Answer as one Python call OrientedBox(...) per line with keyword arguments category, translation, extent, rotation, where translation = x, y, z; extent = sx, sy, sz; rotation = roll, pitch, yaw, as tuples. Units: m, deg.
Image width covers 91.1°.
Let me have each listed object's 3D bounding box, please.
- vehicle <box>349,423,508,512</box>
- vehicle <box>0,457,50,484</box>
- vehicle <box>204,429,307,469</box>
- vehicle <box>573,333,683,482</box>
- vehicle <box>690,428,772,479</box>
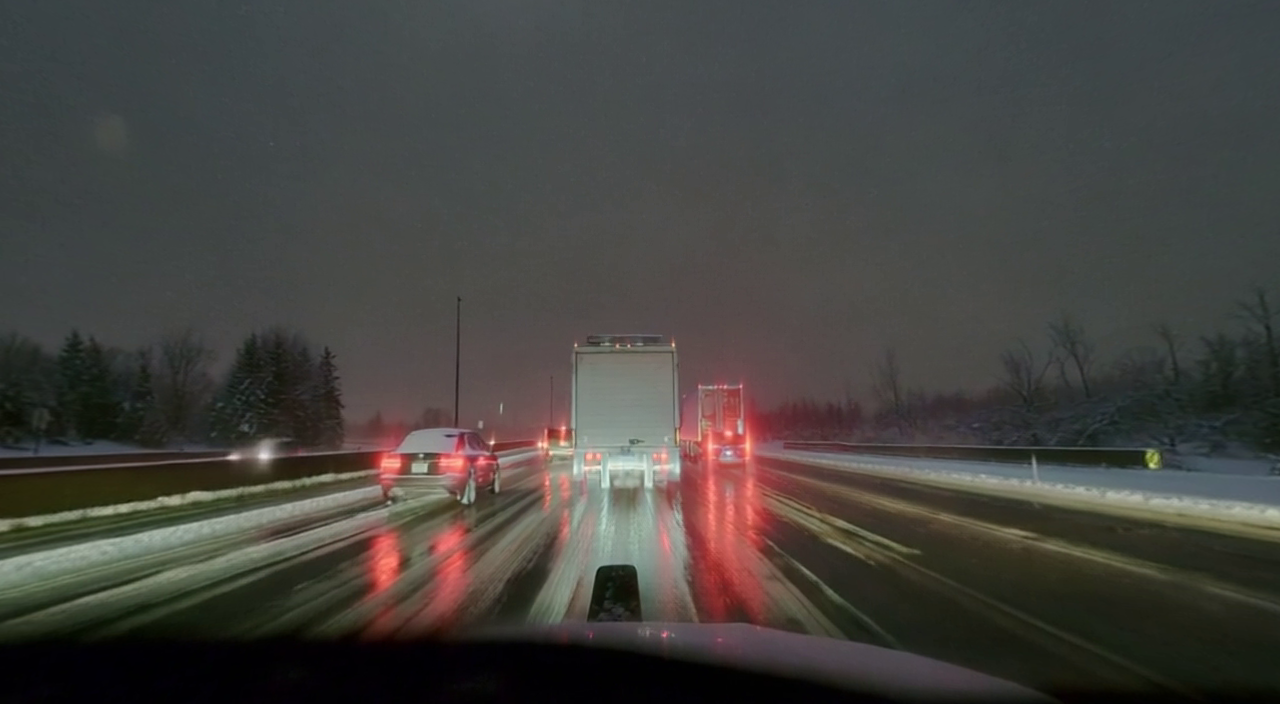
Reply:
OrientedBox(category="vehicle", translation=(-4.008, 2.220, 12.648), extent=(1.882, 1.493, 3.828), rotation=(0, -8, 0))
OrientedBox(category="vehicle", translation=(-39.003, 7.246, 38.316), extent=(1.762, 1.501, 4.228), rotation=(-1, -8, 6))
OrientedBox(category="vehicle", translation=(-19.751, 4.993, 32.617), extent=(2.233, 1.914, 4.893), rotation=(0, -8, -1))
OrientedBox(category="vehicle", translation=(-0.450, 2.132, 21.938), extent=(2.938, 4.033, 9.980), rotation=(0, -8, -1))
OrientedBox(category="vehicle", translation=(2.890, 3.307, 20.858), extent=(1.976, 1.513, 4.065), rotation=(0, -8, -2))
